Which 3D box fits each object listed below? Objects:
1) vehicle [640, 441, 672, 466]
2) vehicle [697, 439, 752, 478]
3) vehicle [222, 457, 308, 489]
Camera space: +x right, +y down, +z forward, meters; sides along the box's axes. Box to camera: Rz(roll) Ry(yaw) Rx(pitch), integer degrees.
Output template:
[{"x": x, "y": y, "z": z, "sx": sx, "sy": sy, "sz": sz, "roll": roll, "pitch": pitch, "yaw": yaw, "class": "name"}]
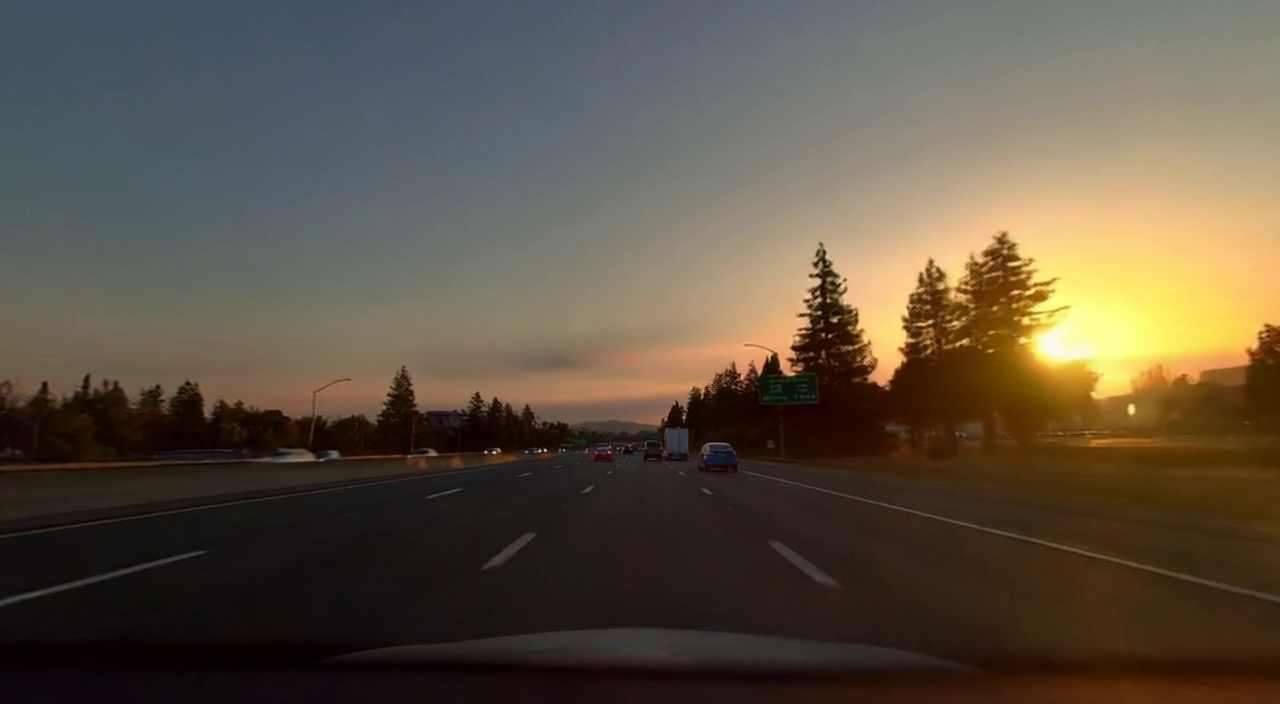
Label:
[{"x": 1.155, "y": 7.599, "z": 47.202, "sx": 2.205, "sy": 1.785, "sz": 4.423, "roll": 1, "pitch": -9, "yaw": 0, "class": "vehicle"}, {"x": 4.040, "y": 5.165, "z": 30.729, "sx": 2.082, "sy": 1.720, "sz": 4.393, "roll": 1, "pitch": -9, "yaw": 0, "class": "vehicle"}, {"x": -21.272, "y": 6.854, "z": 35.943, "sx": 1.970, "sy": 1.553, "sz": 4.519, "roll": 0, "pitch": -9, "yaw": 2, "class": "vehicle"}]
